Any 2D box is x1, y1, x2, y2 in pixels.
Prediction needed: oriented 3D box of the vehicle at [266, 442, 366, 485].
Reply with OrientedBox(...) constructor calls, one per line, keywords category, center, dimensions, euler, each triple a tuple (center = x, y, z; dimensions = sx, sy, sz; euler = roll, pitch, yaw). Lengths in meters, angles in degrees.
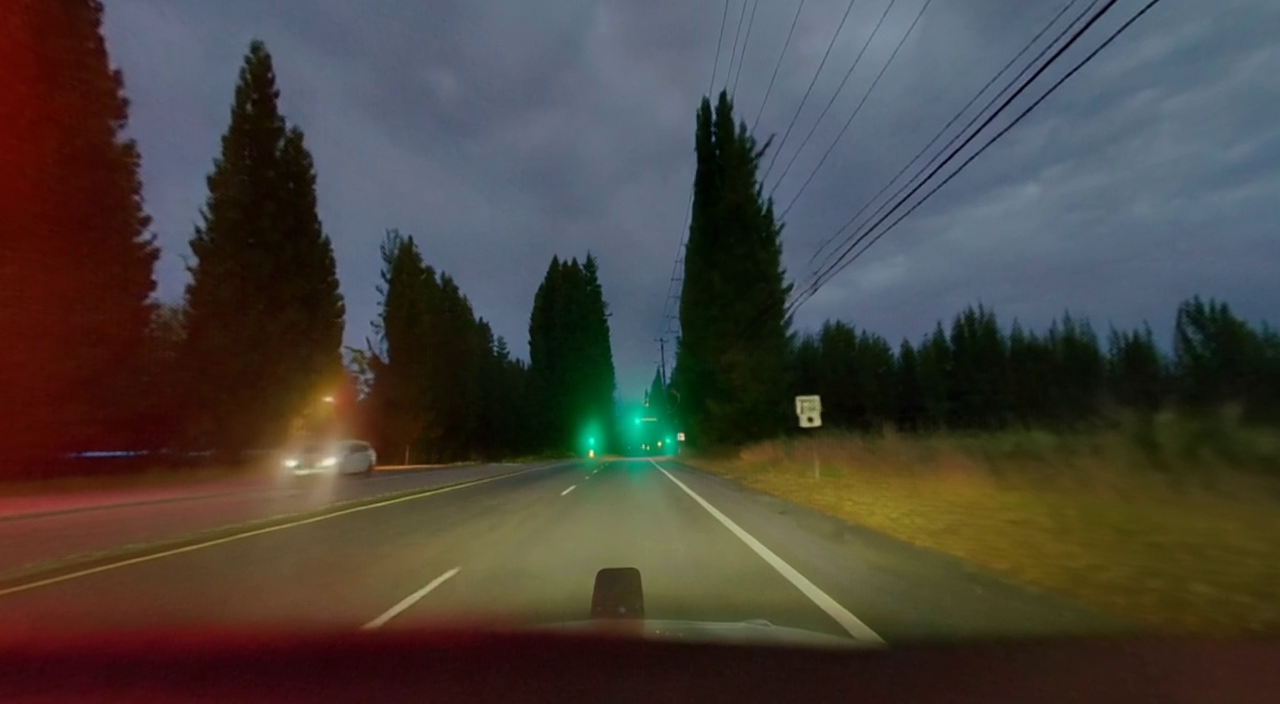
OrientedBox(category="vehicle", center=(-14.352, 4.946, 28.368), dimensions=(2.037, 1.712, 4.576), euler=(0, -9, 0))
